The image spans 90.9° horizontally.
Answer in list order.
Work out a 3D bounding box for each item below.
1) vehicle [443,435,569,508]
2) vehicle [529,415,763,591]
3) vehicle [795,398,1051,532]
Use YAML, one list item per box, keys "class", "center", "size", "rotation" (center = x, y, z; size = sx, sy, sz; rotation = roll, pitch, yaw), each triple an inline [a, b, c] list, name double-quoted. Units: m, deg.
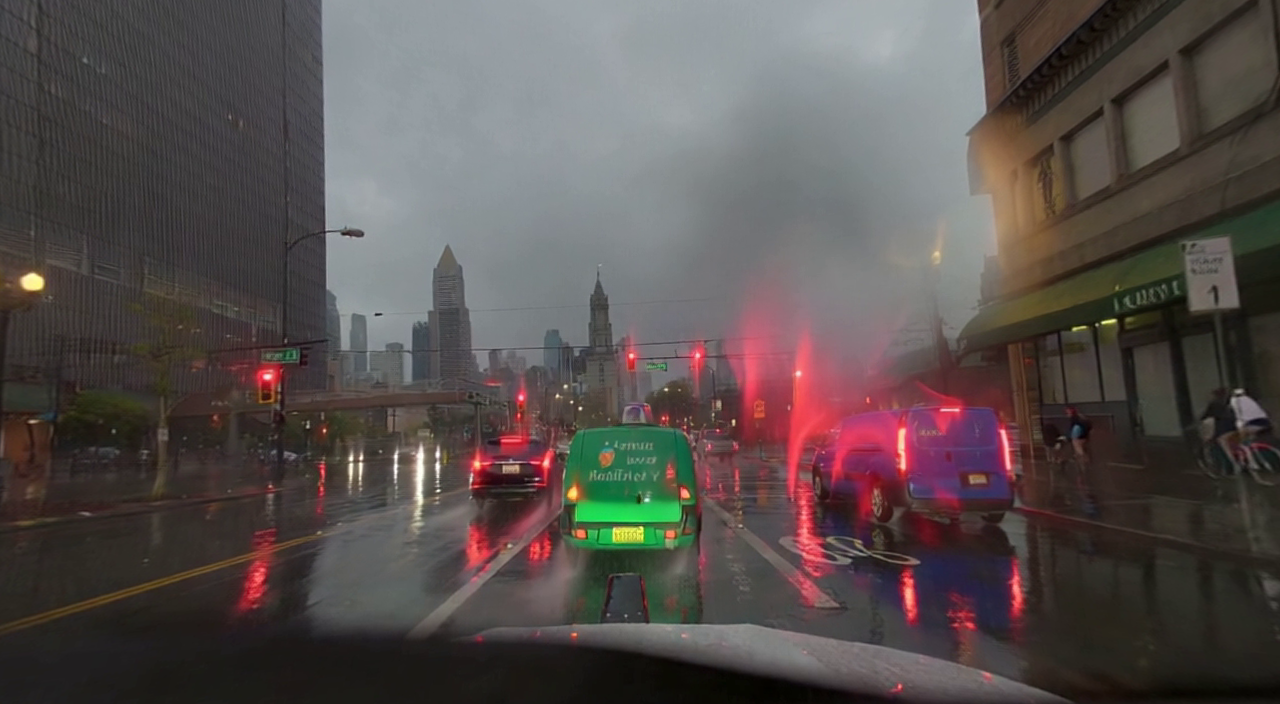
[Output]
- class: "vehicle"
  center: [-2.967, 2.762, 15.034]
  size: [2.039, 1.452, 4.489]
  rotation: [0, -9, 0]
- class: "vehicle"
  center: [0.038, 1.655, 7.722]
  size: [2.091, 1.557, 4.000]
  rotation: [0, -9, 0]
- class: "vehicle"
  center: [4.505, 1.910, 11.141]
  size: [2.142, 1.829, 4.767]
  rotation: [0, -9, -2]
